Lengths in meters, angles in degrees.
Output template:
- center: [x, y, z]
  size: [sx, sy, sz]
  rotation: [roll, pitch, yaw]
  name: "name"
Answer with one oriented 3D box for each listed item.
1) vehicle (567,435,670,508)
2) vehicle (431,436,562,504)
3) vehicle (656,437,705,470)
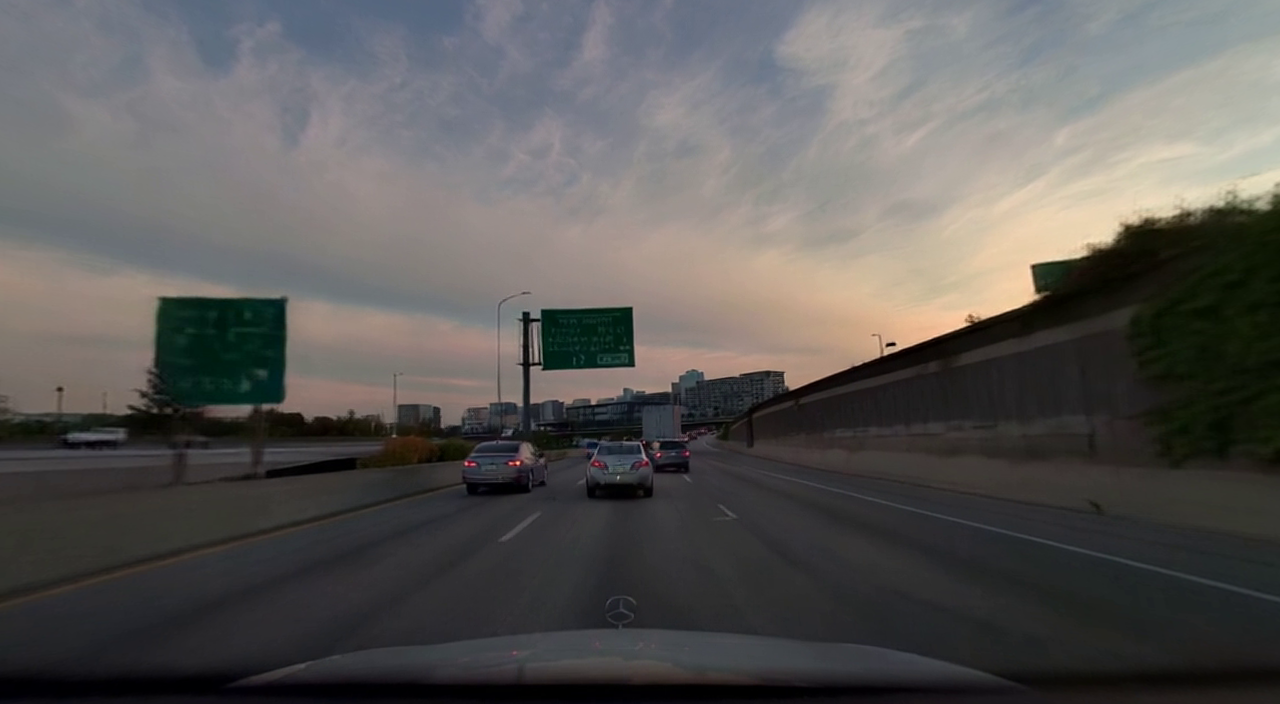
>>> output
- center: [-0.401, 2.777, 15.086]
  size: [2.136, 1.470, 3.971]
  rotation: [-1, -9, 1]
  name: "vehicle"
- center: [-3.500, 3.008, 16.563]
  size: [2.130, 1.474, 5.027]
  rotation: [-1, -9, 2]
  name: "vehicle"
- center: [2.130, 5.547, 34.676]
  size: [2.166, 1.666, 4.618]
  rotation: [0, -9, -3]
  name: "vehicle"
